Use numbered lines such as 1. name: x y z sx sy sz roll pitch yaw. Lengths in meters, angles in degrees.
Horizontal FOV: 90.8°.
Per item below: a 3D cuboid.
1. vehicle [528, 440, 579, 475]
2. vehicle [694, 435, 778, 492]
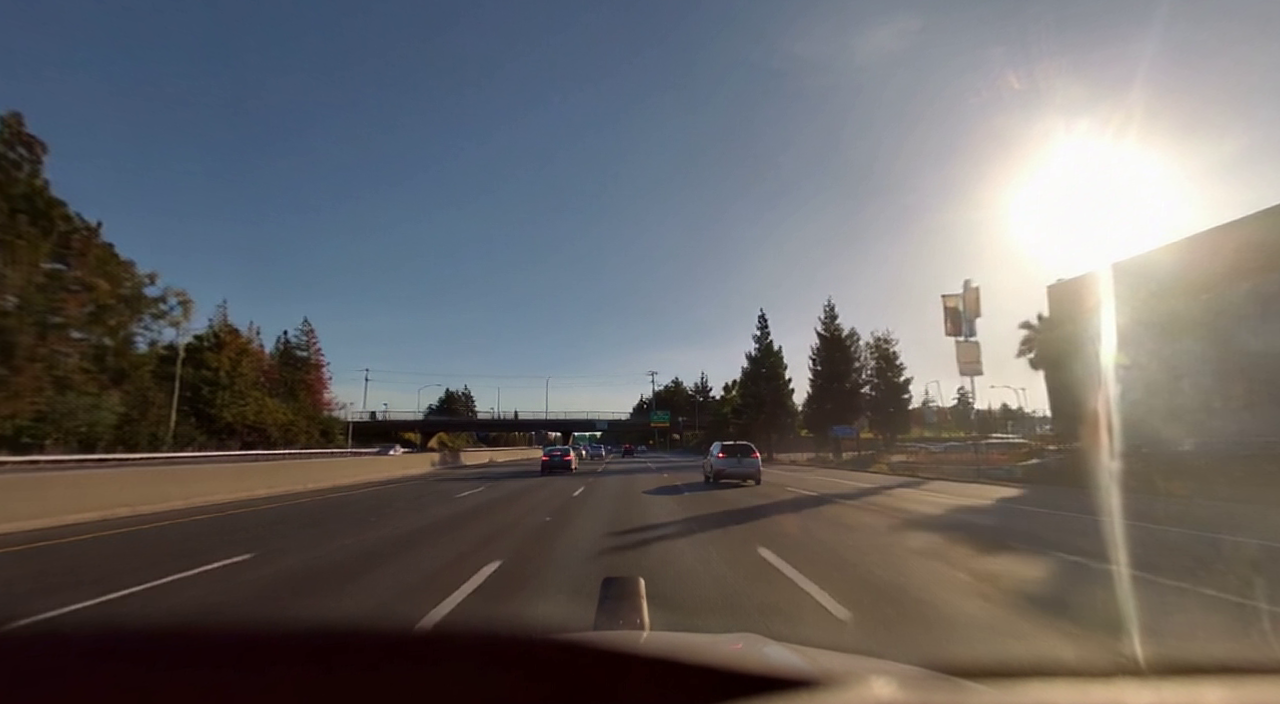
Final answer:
1. vehicle: -4.647 5.763 34.801 2.176 1.779 4.755 0 -8 -1
2. vehicle: 3.058 3.651 21.085 1.997 1.686 4.247 0 -8 -2
